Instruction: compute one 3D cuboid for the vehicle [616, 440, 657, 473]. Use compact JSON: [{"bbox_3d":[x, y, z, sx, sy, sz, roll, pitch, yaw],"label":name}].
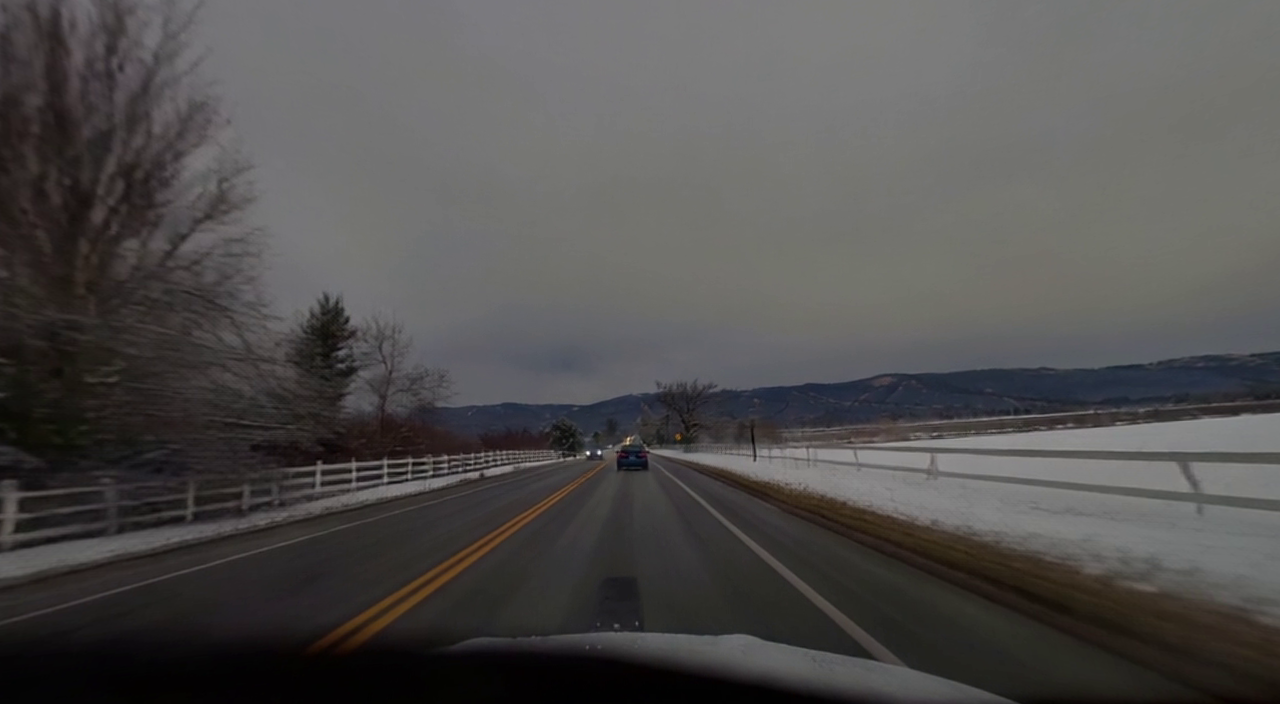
[{"bbox_3d":[-0.195,5.803,35.310,2.158,1.669,4.006,0,-8,-1],"label":"vehicle"}]
